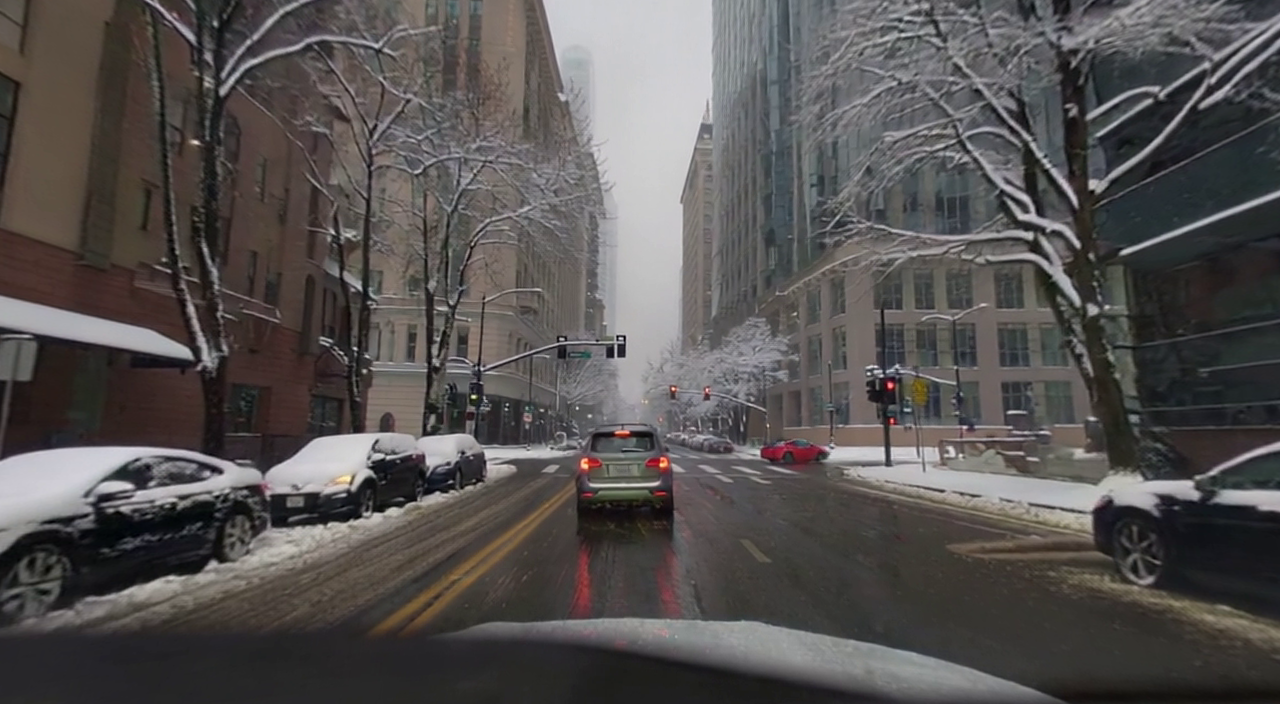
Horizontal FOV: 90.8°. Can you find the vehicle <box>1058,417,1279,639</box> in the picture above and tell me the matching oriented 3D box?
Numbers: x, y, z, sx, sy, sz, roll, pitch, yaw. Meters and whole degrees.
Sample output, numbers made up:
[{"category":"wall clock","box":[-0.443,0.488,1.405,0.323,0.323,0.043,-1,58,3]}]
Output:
[{"category":"vehicle","box":[5.947,1.385,5.080,2.004,1.699,4.525,0,-8,-1]}]

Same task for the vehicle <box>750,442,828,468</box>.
[{"category":"vehicle","box":[9.749,6.711,41.365,4.638,1.555,1.824,3,-9,-21]}]

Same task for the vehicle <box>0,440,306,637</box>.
[{"category":"vehicle","box":[-5.578,1.624,6.207,1.841,1.466,4.364,-1,-8,6]}]

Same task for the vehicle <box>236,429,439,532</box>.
[{"category":"vehicle","box":[-5.784,2.479,12.869,1.904,1.684,4.529,0,-8,-1]}]

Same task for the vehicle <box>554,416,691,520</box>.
[{"category":"vehicle","box":[-0.272,2.205,12.453,2.258,1.687,3.934,-1,-8,1]}]
